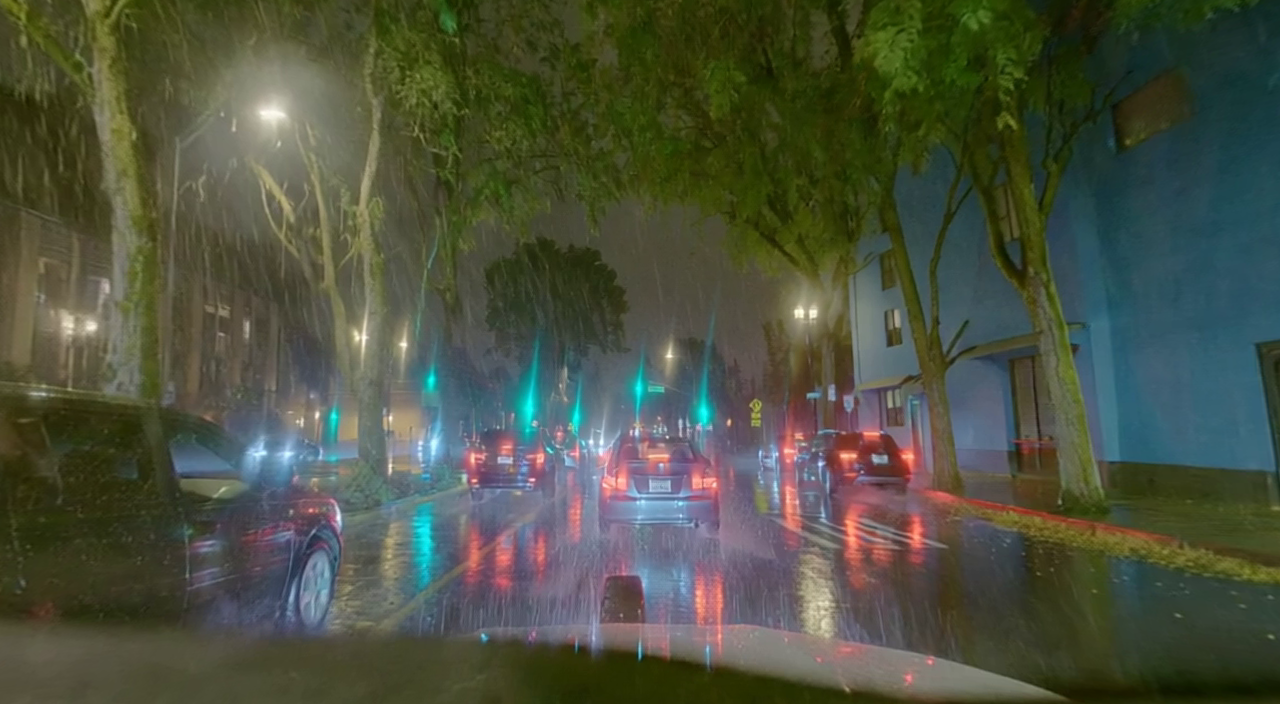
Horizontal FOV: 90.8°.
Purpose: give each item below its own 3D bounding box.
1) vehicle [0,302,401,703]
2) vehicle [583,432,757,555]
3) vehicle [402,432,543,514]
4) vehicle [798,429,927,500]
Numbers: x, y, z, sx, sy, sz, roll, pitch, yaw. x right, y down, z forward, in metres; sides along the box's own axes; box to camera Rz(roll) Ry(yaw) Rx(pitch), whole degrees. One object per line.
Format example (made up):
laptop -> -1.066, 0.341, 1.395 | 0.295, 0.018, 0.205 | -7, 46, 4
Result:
vehicle -> -3.269, 0.932, 3.398 | 2.152, 1.802, 4.628 | 0, -9, 0
vehicle -> 0.270, 1.991, 9.574 | 2.095, 1.438, 3.843 | 0, -9, -3
vehicle -> -3.508, 2.616, 14.204 | 1.901, 1.522, 4.556 | 0, -9, 0
vehicle -> 6.335, 3.251, 18.661 | 2.025, 1.808, 4.579 | 0, -9, -2
